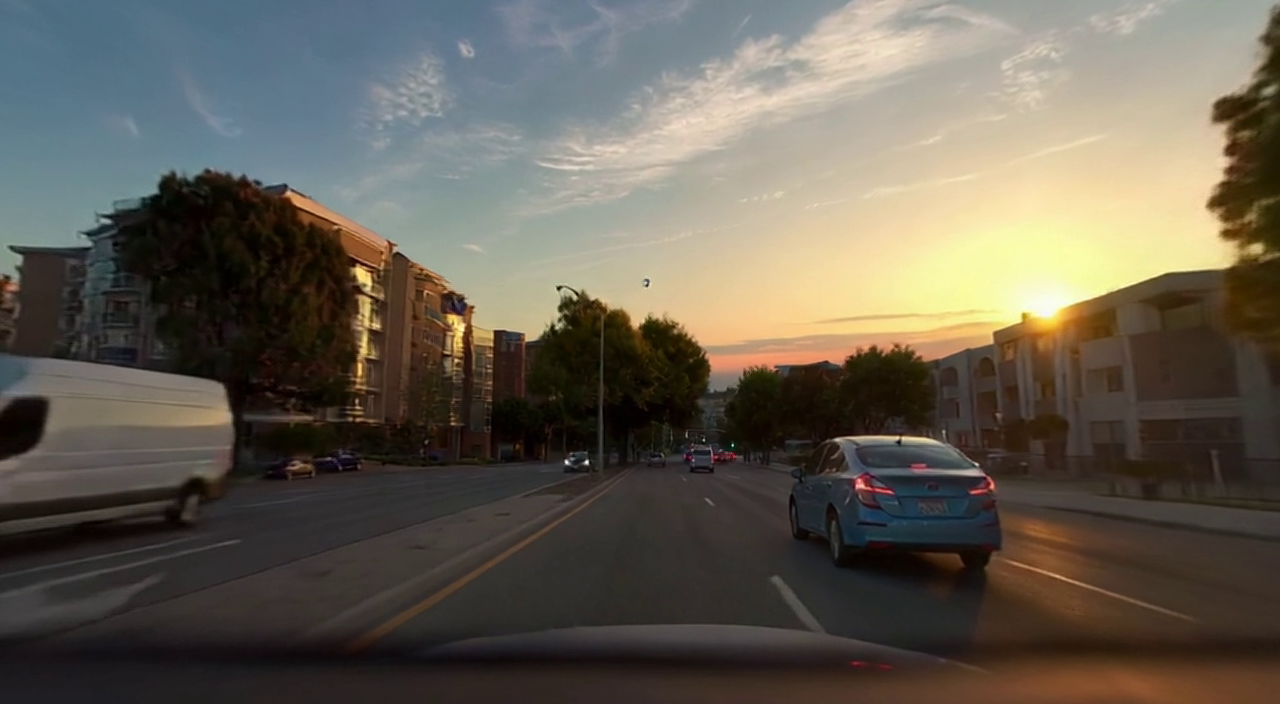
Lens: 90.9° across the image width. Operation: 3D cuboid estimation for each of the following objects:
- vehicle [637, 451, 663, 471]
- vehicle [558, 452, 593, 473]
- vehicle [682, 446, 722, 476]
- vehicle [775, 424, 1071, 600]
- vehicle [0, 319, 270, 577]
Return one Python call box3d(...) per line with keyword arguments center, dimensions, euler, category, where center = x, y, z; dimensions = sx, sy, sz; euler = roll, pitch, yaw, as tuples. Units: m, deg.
box3d(center=(0.813, 8.568, 49.847), dimensions=(1.991, 1.477, 3.814), euler=(0, -9, 1), category="vehicle")
box3d(center=(-4.753, 8.201, 46.979), dimensions=(1.953, 1.462, 4.297), euler=(0, -9, 3), category="vehicle")
box3d(center=(4.042, 7.175, 41.789), dimensions=(2.154, 1.844, 4.634), euler=(0, -9, 0), category="vehicle")
box3d(center=(3.106, 1.822, 8.001), dimensions=(1.901, 1.634, 3.952), euler=(0, -9, 0), category="vehicle")
box3d(center=(-8.497, 1.291, 8.606), dimensions=(2.524, 2.885, 6.868), euler=(1, -9, 1), category="vehicle")
